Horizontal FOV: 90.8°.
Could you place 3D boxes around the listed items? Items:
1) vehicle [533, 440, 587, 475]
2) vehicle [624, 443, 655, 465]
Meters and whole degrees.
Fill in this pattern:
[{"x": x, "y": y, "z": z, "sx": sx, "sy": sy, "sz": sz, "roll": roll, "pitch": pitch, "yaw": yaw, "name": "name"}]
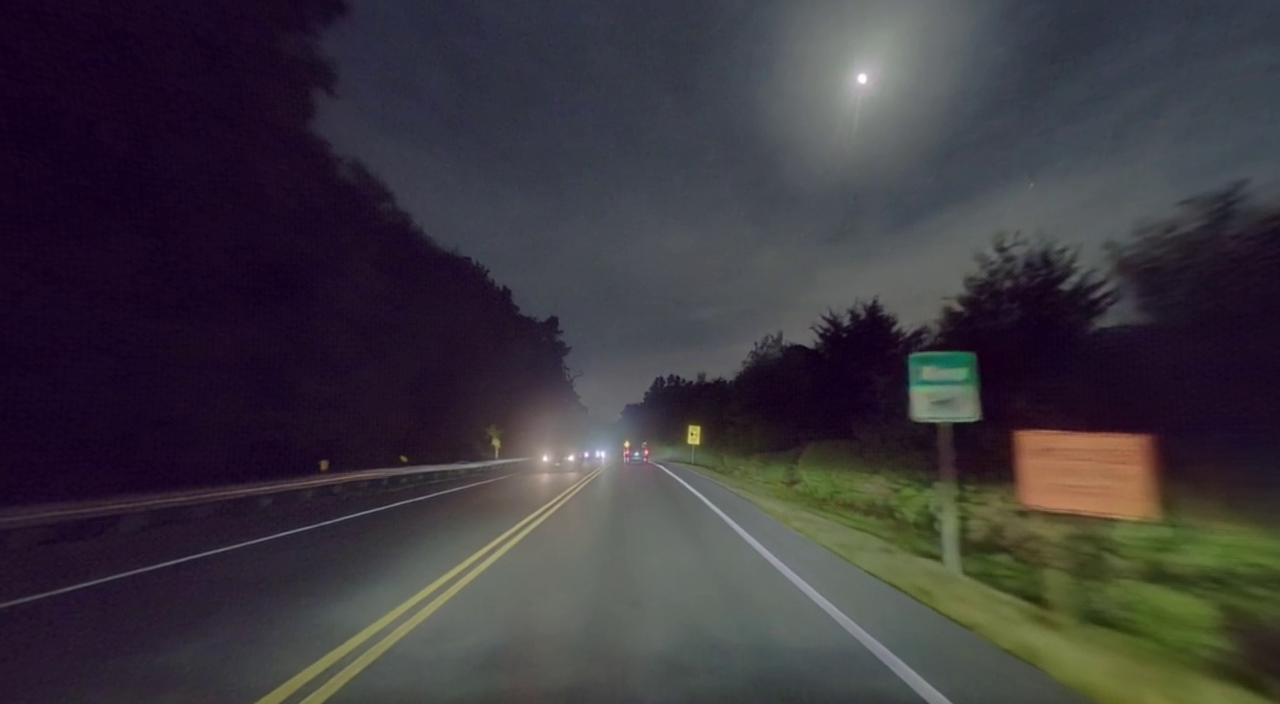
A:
[{"x": -3.827, "y": 5.098, "z": 30.762, "sx": 1.987, "sy": 1.526, "sz": 4.205, "roll": 0, "pitch": -8, "yaw": 1, "name": "vehicle"}, {"x": -0.055, "y": 7.271, "z": 45.265, "sx": 2.067, "sy": 1.486, "sz": 3.861, "roll": 0, "pitch": -8, "yaw": 0, "name": "vehicle"}]
